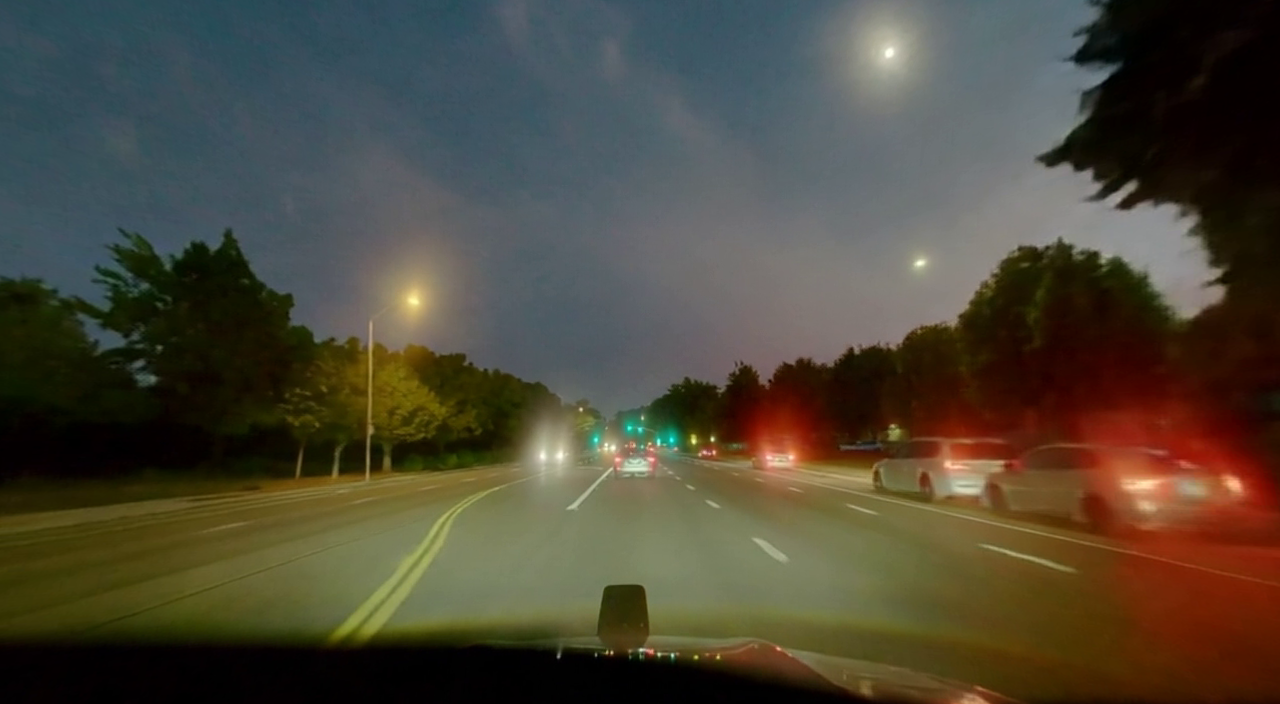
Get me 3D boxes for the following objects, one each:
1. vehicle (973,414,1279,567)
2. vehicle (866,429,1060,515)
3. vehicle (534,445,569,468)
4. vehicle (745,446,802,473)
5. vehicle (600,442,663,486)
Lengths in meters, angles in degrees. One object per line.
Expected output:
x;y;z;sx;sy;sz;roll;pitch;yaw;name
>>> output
7.894;2.043;10.139;2.185;1.818;5.038;0;-9;-2;vehicle
7.725;2.910;15.857;2.064;1.792;5.053;0;-9;-2;vehicle
-6.790;8.077;48.886;2.083;1.646;4.293;0;-9;1;vehicle
7.766;6.310;37.158;2.131;1.474;4.752;0;-9;-2;vehicle
-0.306;4.122;23.493;2.099;1.470;4.302;0;-9;0;vehicle
